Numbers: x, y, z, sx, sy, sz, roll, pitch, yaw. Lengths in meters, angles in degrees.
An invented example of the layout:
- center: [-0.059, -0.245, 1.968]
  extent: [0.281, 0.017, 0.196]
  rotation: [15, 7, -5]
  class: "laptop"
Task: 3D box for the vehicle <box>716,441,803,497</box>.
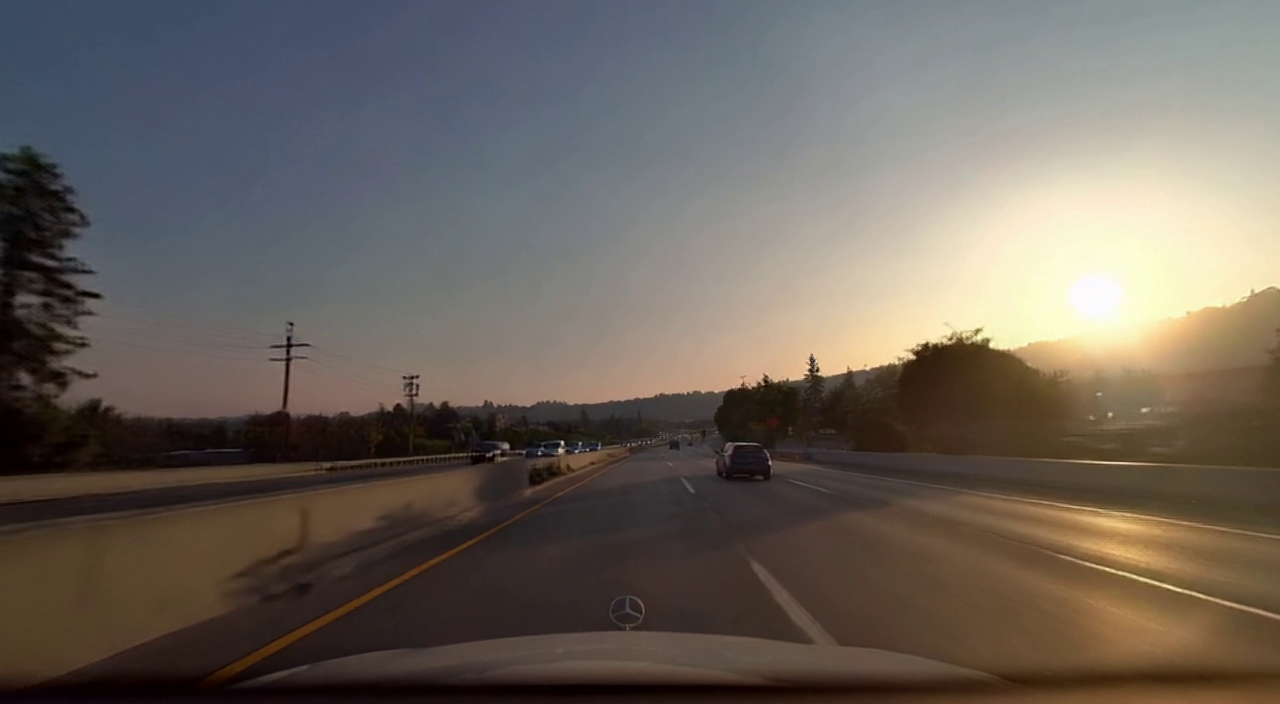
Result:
- center: [3.256, 3.242, 17.855]
  extent: [1.683, 1.400, 3.868]
  rotation: [0, -8, 0]
  class: "vehicle"
